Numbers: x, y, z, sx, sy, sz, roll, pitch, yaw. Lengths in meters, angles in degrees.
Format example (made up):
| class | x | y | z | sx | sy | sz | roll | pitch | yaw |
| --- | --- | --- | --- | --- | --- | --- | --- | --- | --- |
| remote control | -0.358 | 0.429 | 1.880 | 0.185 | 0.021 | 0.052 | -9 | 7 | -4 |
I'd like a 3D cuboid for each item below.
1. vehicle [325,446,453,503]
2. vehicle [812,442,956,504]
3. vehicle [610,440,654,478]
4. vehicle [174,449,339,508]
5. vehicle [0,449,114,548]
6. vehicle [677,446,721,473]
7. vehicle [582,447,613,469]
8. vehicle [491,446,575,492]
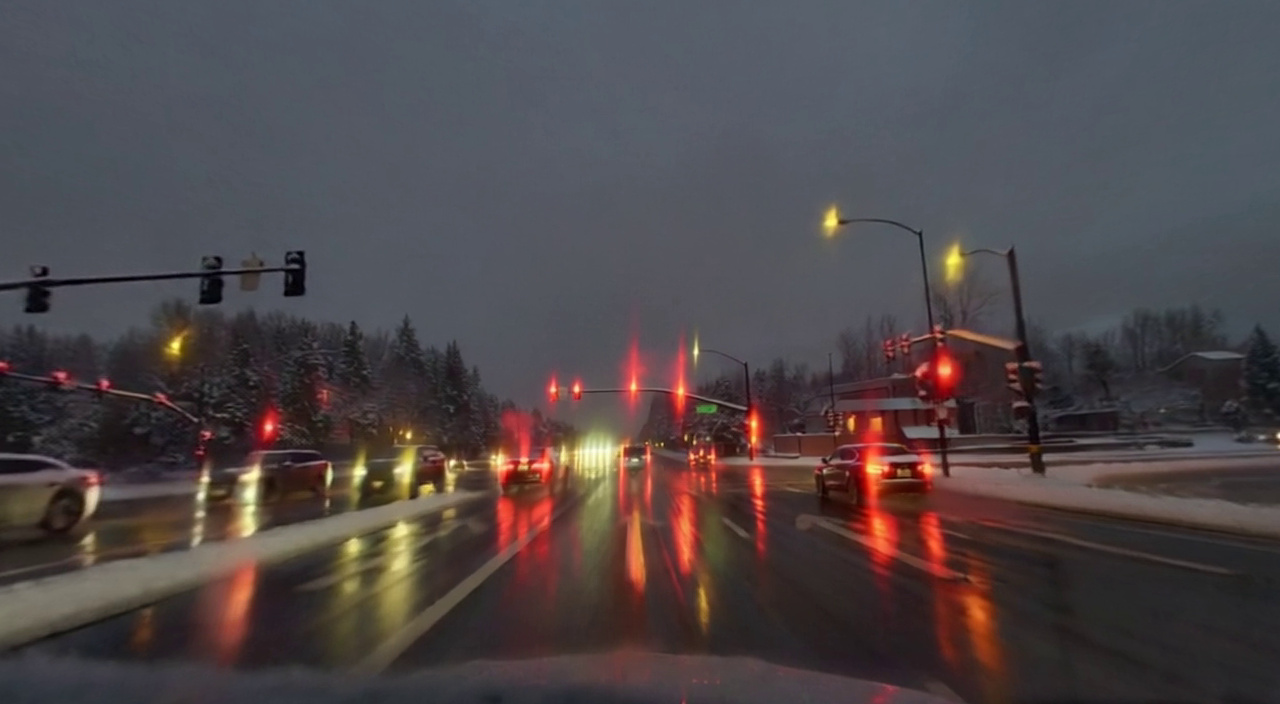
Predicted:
| class | x | y | z | sx | sy | sz | roll | pitch | yaw |
| --- | --- | --- | --- | --- | --- | --- | --- | --- | --- |
| vehicle | -7.423 | 3.628 | 19.279 | 2.013 | 1.488 | 4.596 | 0 | -8 | 0 |
| vehicle | 6.442 | 3.225 | 17.355 | 2.028 | 1.451 | 4.625 | 0 | -8 | -1 |
| vehicle | -0.349 | 5.222 | 31.048 | 2.008 | 1.716 | 4.125 | 0 | -8 | 0 |
| vehicle | -10.955 | 3.604 | 18.500 | 2.047 | 1.479 | 4.228 | -1 | -8 | 2 |
| vehicle | -10.713 | 2.197 | 9.358 | 1.924 | 1.479 | 4.508 | 0 | -8 | 0 |
| vehicle | 3.349 | 6.210 | 36.735 | 2.014 | 1.430 | 4.103 | 0 | -8 | -2 |
| vehicle | -3.074 | 7.756 | 46.268 | 2.002 | 1.502 | 4.057 | 0 | -8 | 0 |
| vehicle | -3.702 | 4.124 | 22.732 | 2.163 | 1.474 | 4.413 | 0 | -8 | 2 |
